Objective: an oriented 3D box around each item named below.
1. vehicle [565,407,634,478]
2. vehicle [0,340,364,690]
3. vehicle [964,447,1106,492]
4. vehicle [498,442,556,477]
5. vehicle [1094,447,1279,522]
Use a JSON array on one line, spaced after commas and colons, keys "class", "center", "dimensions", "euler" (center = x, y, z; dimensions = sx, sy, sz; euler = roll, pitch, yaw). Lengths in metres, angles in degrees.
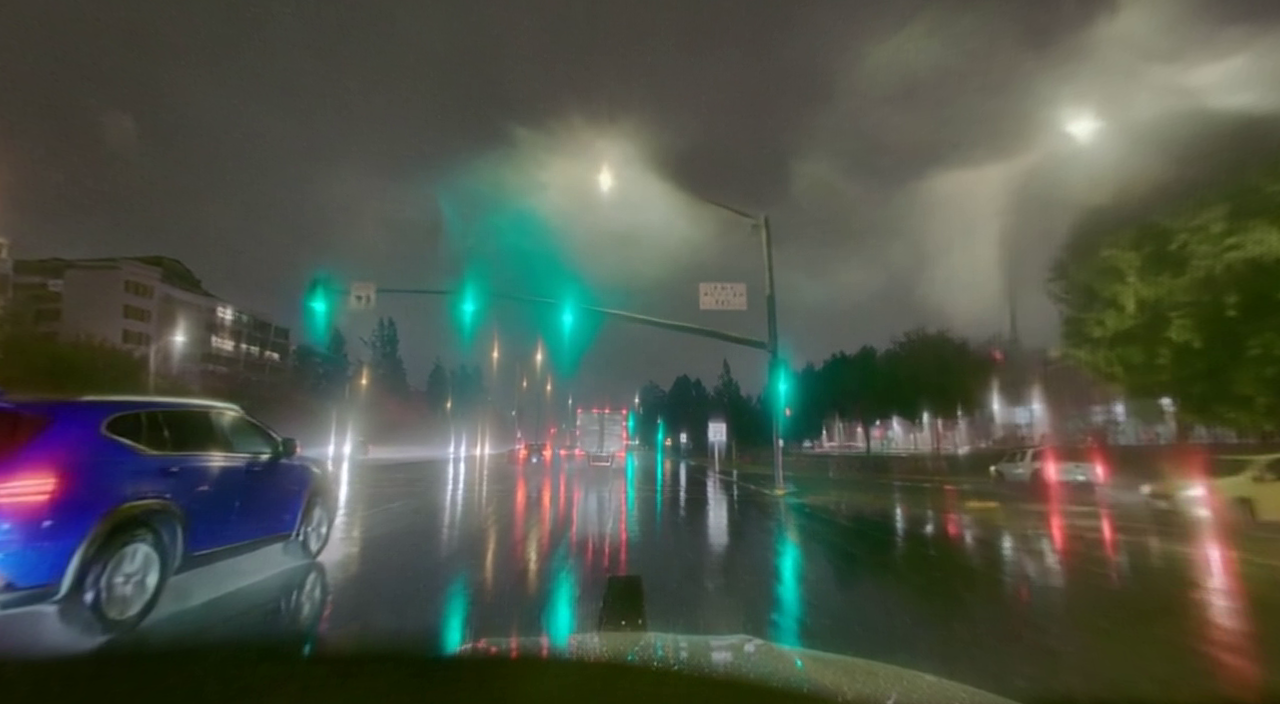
[{"class": "vehicle", "center": [-1.816, 4.438, 30.619], "dimensions": [2.993, 3.051, 6.692], "euler": [0, -8, -1]}, {"class": "vehicle", "center": [-4.530, 1.168, 5.382], "dimensions": [2.178, 1.826, 4.933], "euler": [0, -8, -2]}, {"class": "vehicle", "center": [16.576, 4.875, 26.457], "dimensions": [4.720, 1.685, 2.140], "euler": [-7, -11, 38]}, {"class": "vehicle", "center": [-5.130, 4.945, 29.070], "dimensions": [2.023, 1.483, 4.143], "euler": [0, -8, -2]}, {"class": "vehicle", "center": [13.525, 2.936, 14.254], "dimensions": [4.807, 1.530, 2.066], "euler": [0, -8, -2]}]
